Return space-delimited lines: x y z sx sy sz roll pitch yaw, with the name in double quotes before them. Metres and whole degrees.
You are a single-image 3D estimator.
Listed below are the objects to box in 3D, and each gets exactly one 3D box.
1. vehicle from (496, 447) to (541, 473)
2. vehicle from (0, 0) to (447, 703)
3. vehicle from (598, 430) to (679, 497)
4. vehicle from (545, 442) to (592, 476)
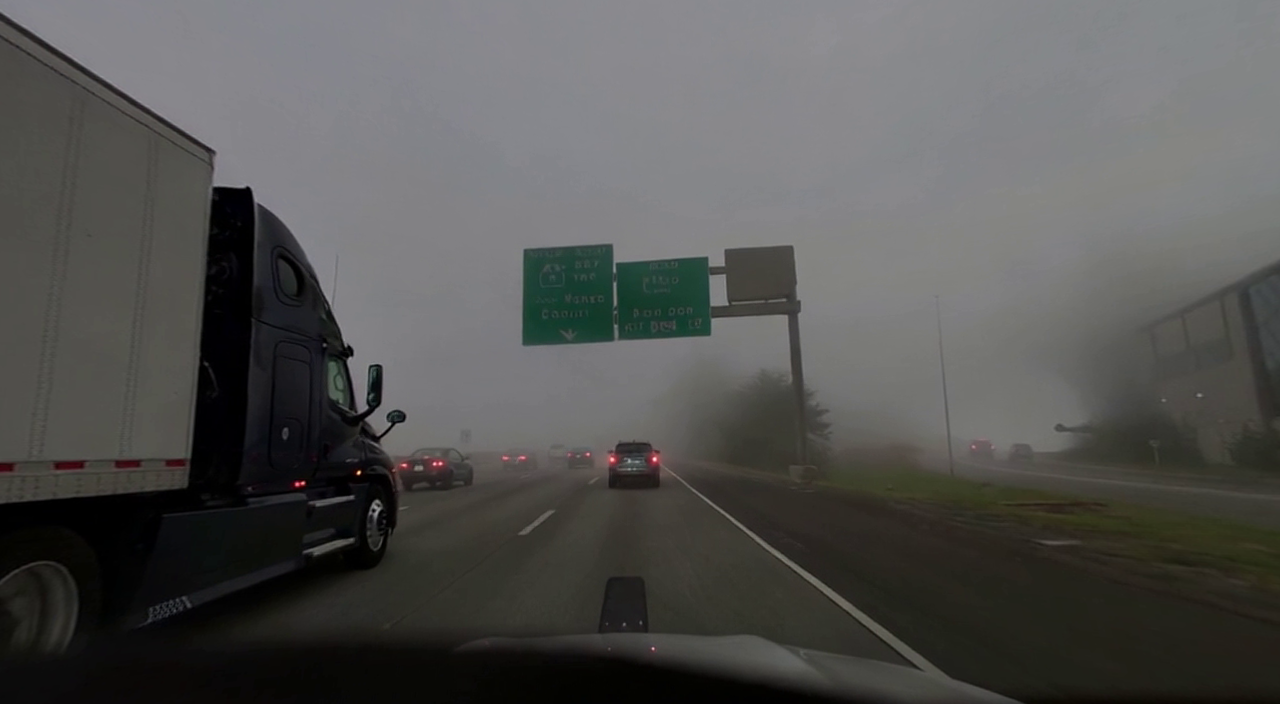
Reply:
"vehicle" -7.296 6.517 38.254 1.869 1.466 4.217 0 -9 1
"vehicle" -3.790 -0.287 2.832 2.990 3.885 8.540 0 -9 1
"vehicle" -0.002 3.284 18.845 2.152 1.779 3.924 0 -9 1
"vehicle" -3.685 5.594 33.175 1.952 1.649 4.131 0 -9 0
